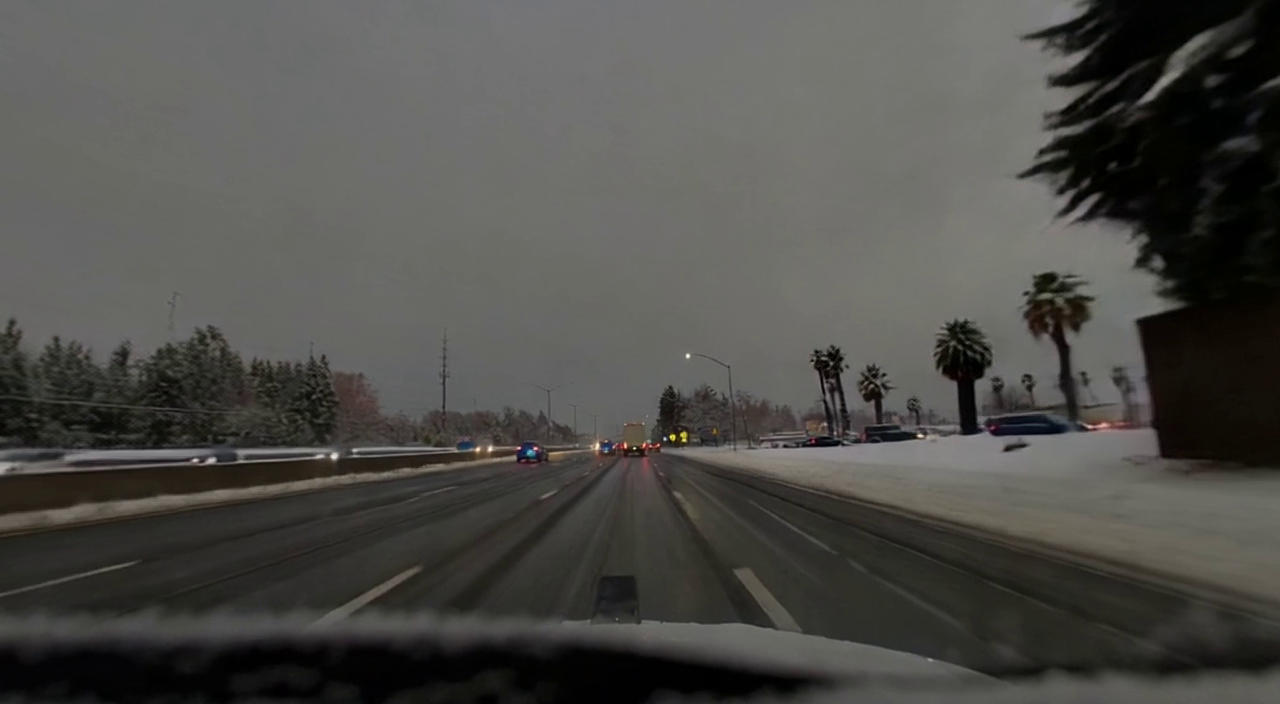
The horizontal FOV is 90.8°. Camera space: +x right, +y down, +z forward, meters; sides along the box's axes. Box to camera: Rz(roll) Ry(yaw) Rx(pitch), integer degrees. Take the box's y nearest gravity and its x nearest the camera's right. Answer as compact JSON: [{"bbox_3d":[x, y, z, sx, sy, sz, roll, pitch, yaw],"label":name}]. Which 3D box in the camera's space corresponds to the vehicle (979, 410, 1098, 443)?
[{"bbox_3d":[23.131,4.367,36.822,5.484,1.783,2.076,0,-9,-1],"label":"vehicle"}]

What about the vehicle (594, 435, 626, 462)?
[{"bbox_3d":[-2.317,7.626,49.963,2.390,2.007,4.901,0,-9,-1],"label":"vehicle"}]

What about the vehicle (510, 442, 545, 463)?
[{"bbox_3d":[-8.734,7.857,49.438,1.971,1.552,4.465,0,-9,0],"label":"vehicle"}]
